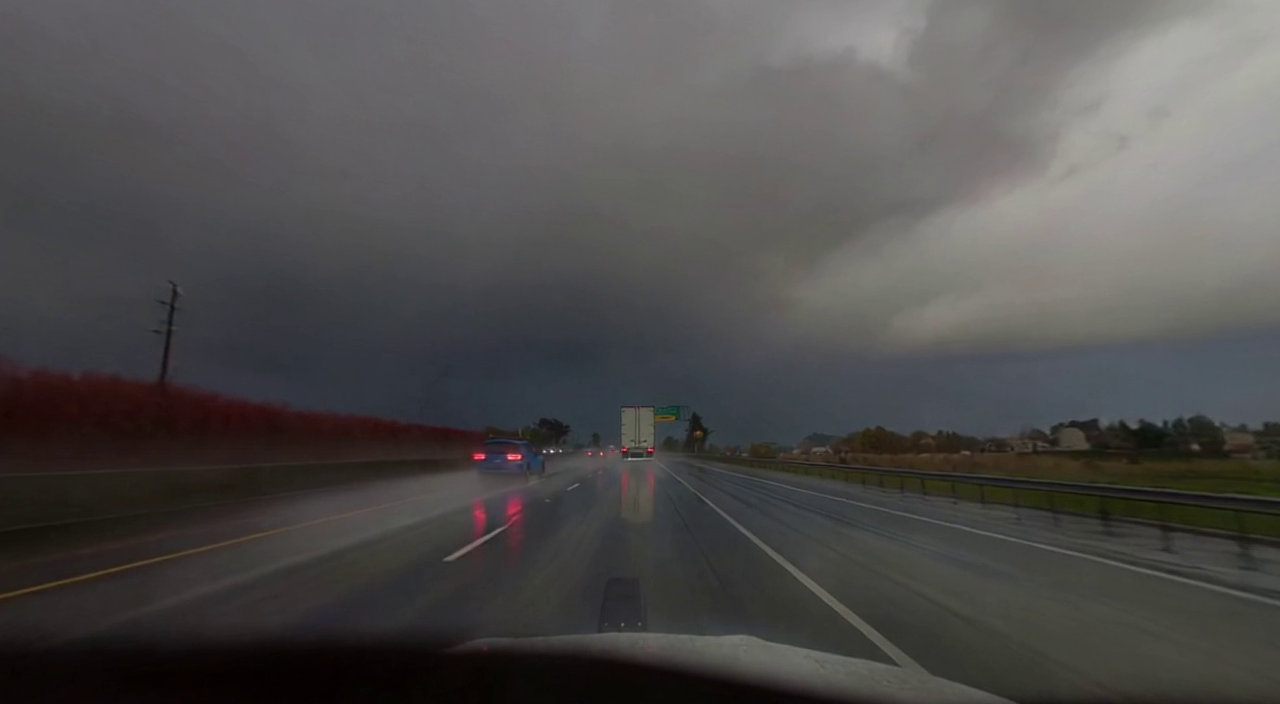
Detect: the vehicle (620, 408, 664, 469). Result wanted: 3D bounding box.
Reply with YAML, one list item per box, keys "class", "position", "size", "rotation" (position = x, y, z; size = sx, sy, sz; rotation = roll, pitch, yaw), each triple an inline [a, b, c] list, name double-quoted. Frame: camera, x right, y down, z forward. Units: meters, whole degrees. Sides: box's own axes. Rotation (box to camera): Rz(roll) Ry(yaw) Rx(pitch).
- class: "vehicle"
  position: [0.137, 6.383, 46.135]
  size: [2.899, 3.966, 10.053]
  rotation: [0, -9, 0]

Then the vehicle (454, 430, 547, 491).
- class: "vehicle"
  position: [-4.551, 3.618, 21.334]
  size: [2.042, 1.815, 4.639]
  rotation: [0, -9, 0]
